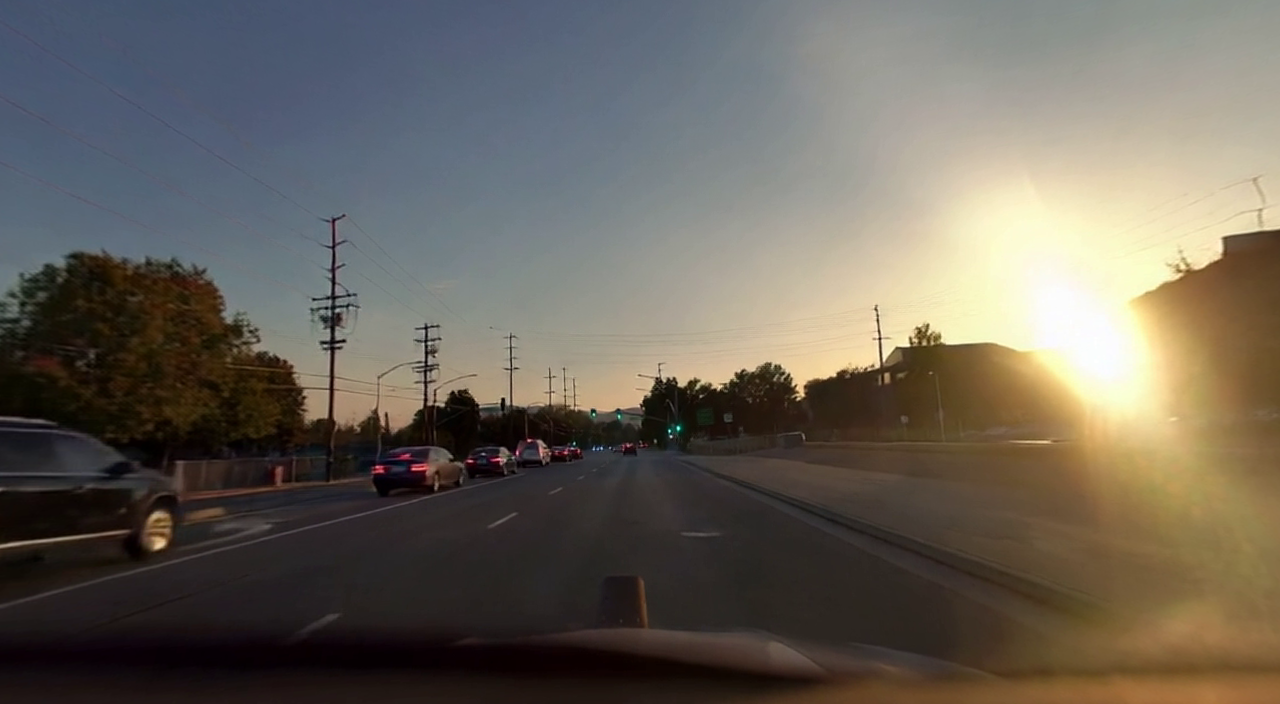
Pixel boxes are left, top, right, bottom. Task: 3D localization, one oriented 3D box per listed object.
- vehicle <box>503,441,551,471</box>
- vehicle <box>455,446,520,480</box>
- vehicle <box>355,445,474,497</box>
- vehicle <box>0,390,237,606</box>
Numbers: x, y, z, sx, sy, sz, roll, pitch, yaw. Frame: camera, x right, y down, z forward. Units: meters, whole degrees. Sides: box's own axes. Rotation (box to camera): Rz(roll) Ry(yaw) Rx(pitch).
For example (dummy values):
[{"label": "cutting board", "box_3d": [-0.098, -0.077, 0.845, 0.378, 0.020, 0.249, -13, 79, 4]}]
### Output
[{"label": "vehicle", "box_3d": [-7.066, 6.553, 40.059, 2.101, 1.768, 5.040, 0, -9, 0]}, {"label": "vehicle", "box_3d": [-7.096, 5.182, 29.876, 2.008, 1.456, 4.409, 0, -9, 0]}, {"label": "vehicle", "box_3d": [-7.102, 3.784, 20.551, 2.030, 1.482, 4.818, 0, -9, 1]}, {"label": "vehicle", "box_3d": [-6.783, 1.407, 6.378, 2.337, 1.862, 4.924, 0, -9, -3]}]
